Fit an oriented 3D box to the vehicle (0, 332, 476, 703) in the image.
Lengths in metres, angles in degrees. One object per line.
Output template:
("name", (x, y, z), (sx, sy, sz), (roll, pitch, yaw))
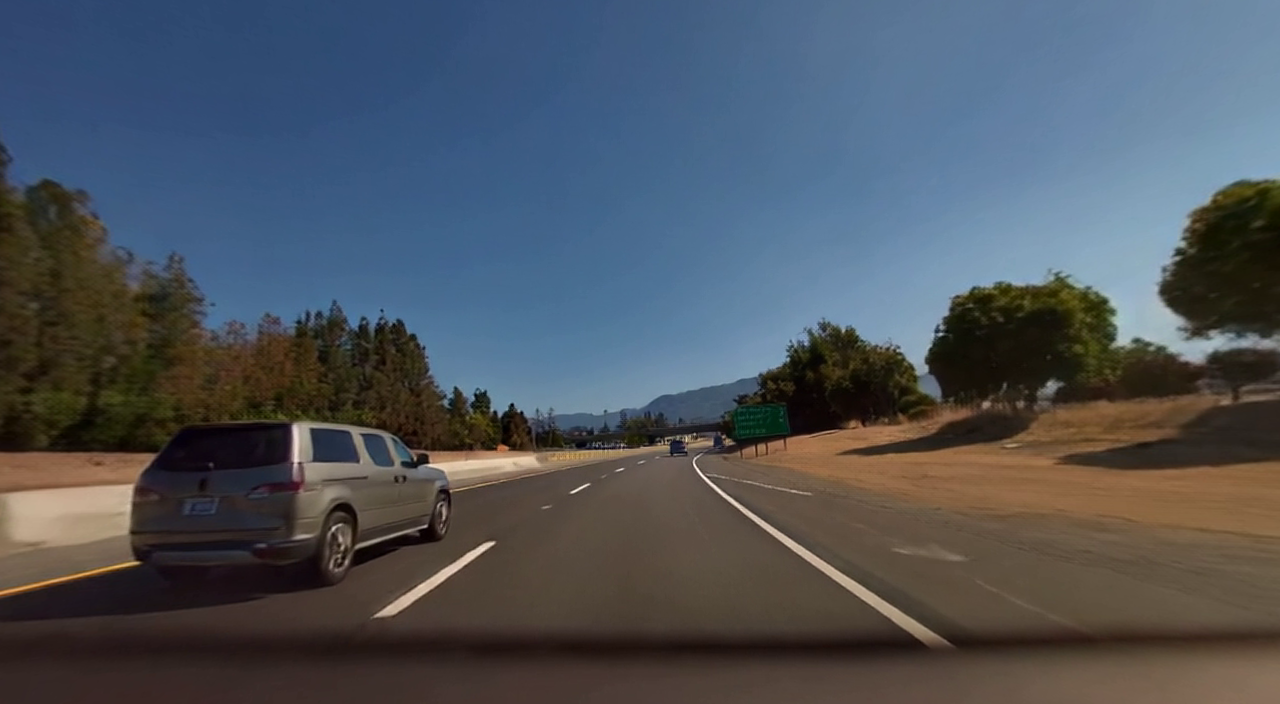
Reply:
("vehicle", (-3.433, 1.266, 5.935), (2.143, 1.851, 5.817), (0, -9, 1))
